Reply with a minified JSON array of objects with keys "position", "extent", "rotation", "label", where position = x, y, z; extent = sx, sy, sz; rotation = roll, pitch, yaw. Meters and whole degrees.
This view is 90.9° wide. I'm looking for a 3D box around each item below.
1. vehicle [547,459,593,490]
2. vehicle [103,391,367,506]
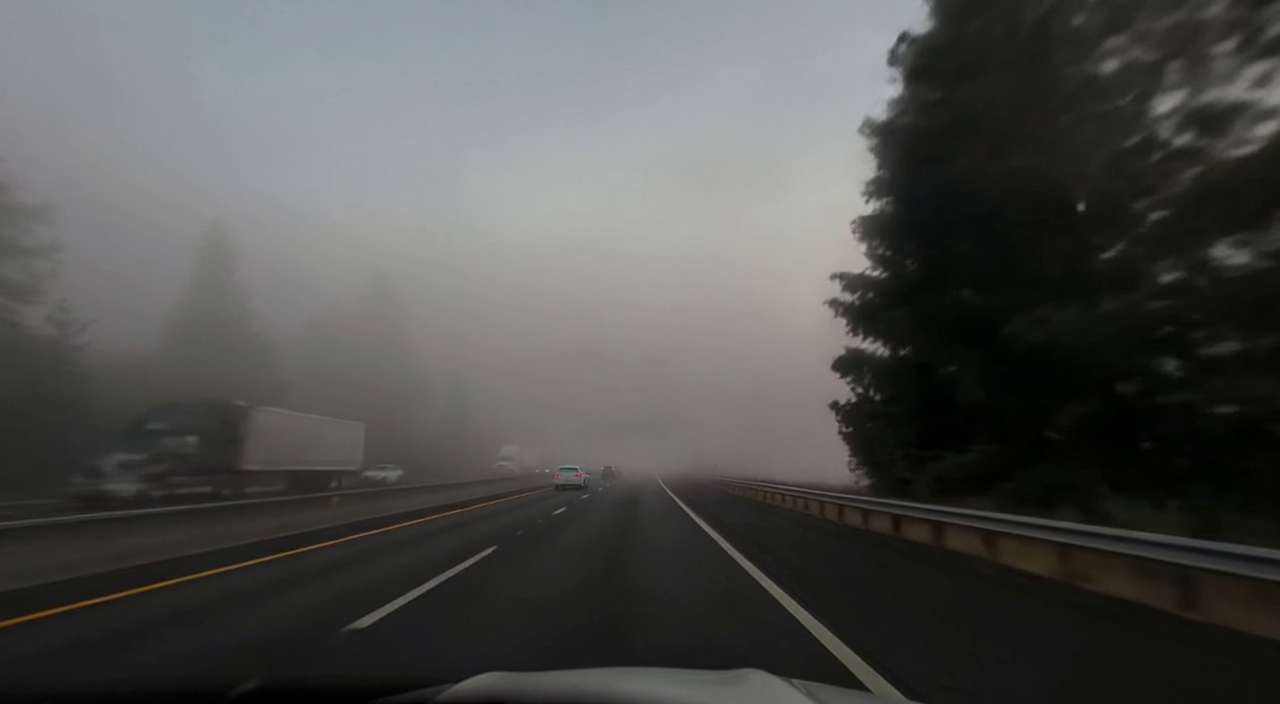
[{"position":[-4.226,7.523,38.775],"extent":[2.160,1.721,4.368],"rotation":[1,-11,2],"label":"vehicle"},{"position":[-17.498,4.722,29.591],"extent":[2.862,4.065,14.159],"rotation":[1,-11,0],"label":"vehicle"}]
